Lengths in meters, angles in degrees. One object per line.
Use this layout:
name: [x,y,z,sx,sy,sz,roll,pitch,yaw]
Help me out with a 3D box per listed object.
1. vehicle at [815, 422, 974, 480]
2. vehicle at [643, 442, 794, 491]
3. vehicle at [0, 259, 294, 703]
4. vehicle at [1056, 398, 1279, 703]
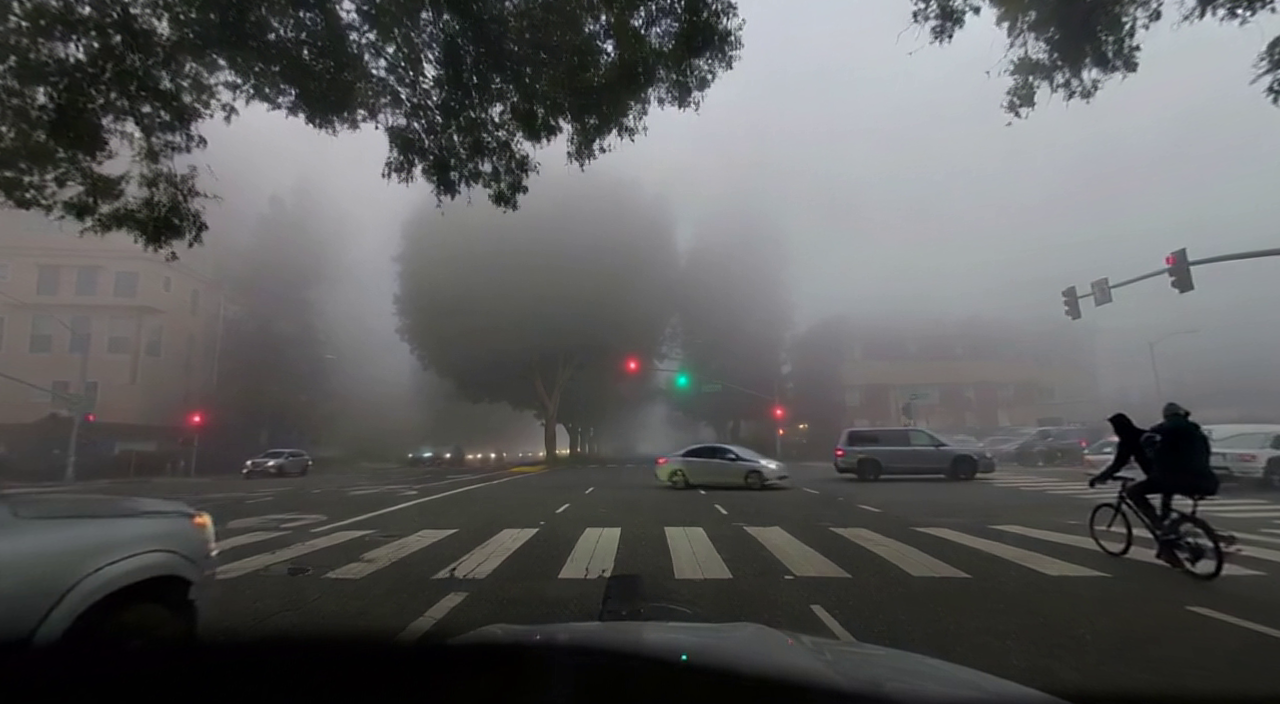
vehicle: [9.083,3.526,22.520,4.958,1.842,2.276,-5,-10,29]
vehicle: [2.326,3.362,18.798,4.050,1.304,1.921,-5,-10,30]
vehicle: [-3.259,0.523,1.274,2.231,1.898,4.985,0,-8,0]
vehicle: [3.096,0.714,0.897,1.990,1.454,4.490,0,-8,1]
